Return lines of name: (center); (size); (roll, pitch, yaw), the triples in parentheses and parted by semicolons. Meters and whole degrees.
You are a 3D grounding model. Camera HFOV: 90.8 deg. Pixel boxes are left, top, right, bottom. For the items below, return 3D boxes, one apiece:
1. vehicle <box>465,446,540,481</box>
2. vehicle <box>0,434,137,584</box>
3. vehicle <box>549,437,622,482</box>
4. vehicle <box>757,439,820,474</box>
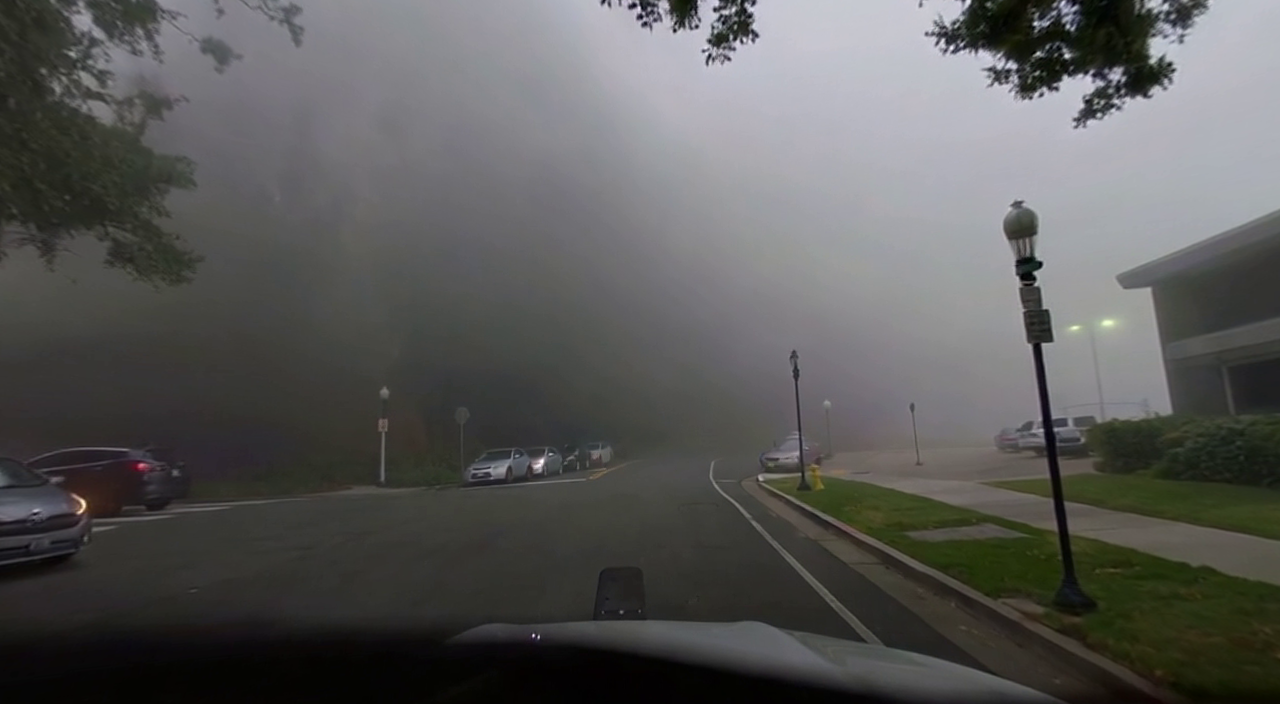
vehicle: (-6.053, 4.949, 28.393); (1.968, 1.443, 4.358); (-1, -9, 6)
vehicle: (-8.877, 1.875, 7.952); (4.141, 1.620, 1.876); (-3, -9, 18)
vehicle: (-2.123, 4.367, 25.867); (2.110, 1.651, 4.410); (-1, -9, 7)
vehicle: (6.709, 4.755, 28.992); (1.918, 1.461, 4.419); (0, -8, 1)
